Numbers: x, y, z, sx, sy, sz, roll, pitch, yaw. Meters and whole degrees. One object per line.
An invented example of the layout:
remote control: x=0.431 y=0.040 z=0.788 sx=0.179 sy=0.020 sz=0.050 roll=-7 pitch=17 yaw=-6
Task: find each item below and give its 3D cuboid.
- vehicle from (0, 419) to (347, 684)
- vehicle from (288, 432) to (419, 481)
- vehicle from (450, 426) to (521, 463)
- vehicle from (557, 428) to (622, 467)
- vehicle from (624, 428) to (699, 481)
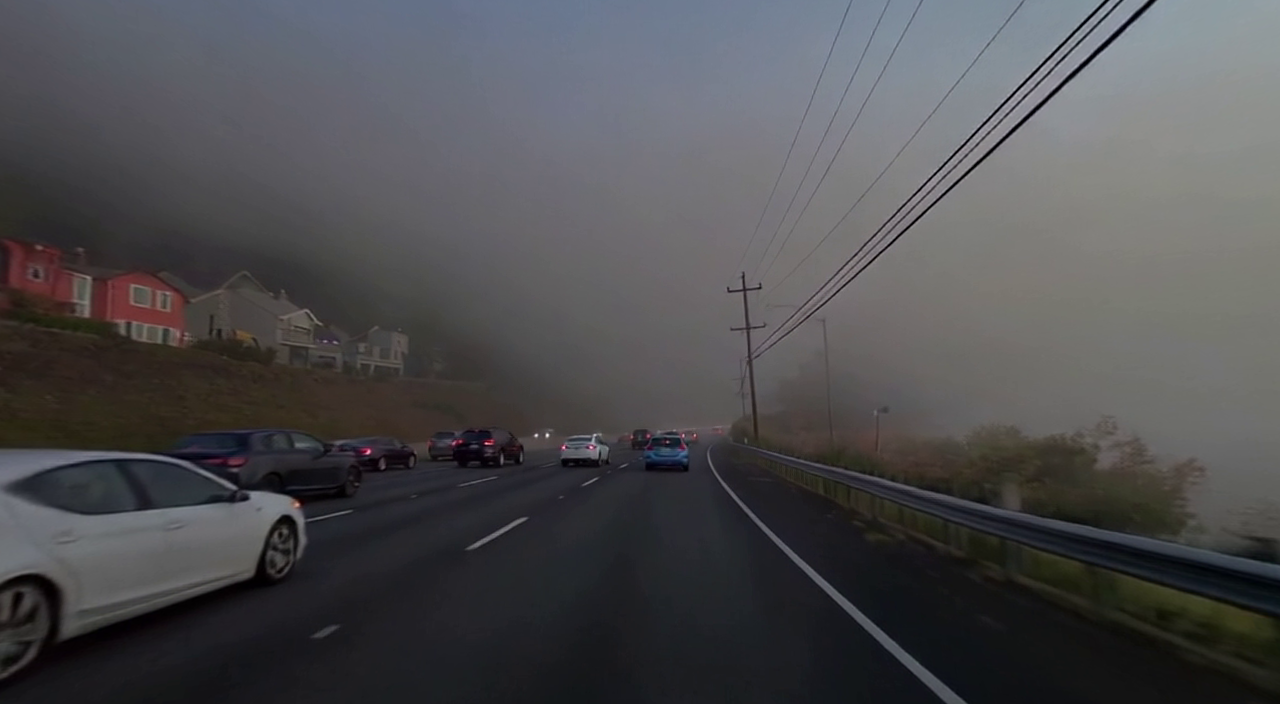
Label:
vehicle: x=-4.523 y=1.342 z=5.002 sx=1.956 sy=1.478 sz=4.789 roll=-1 pitch=-8 yaw=2
vehicle: x=-9.567 y=3.541 z=21.551 sx=1.959 sy=1.469 sz=4.450 roll=-1 pitch=-9 yaw=8
vehicle: x=-8.173 y=4.952 z=33.850 sx=2.080 sy=1.833 sz=4.461 roll=-2 pitch=-9 yaw=9
vehicle: x=-2.195 y=4.381 z=28.918 sx=2.121 sy=1.639 sz=4.383 roll=-1 pitch=-9 yaw=7
vehicle: x=0.741 y=3.187 z=19.795 sx=2.109 sy=1.495 sz=3.935 roll=-1 pitch=-8 yaw=4
